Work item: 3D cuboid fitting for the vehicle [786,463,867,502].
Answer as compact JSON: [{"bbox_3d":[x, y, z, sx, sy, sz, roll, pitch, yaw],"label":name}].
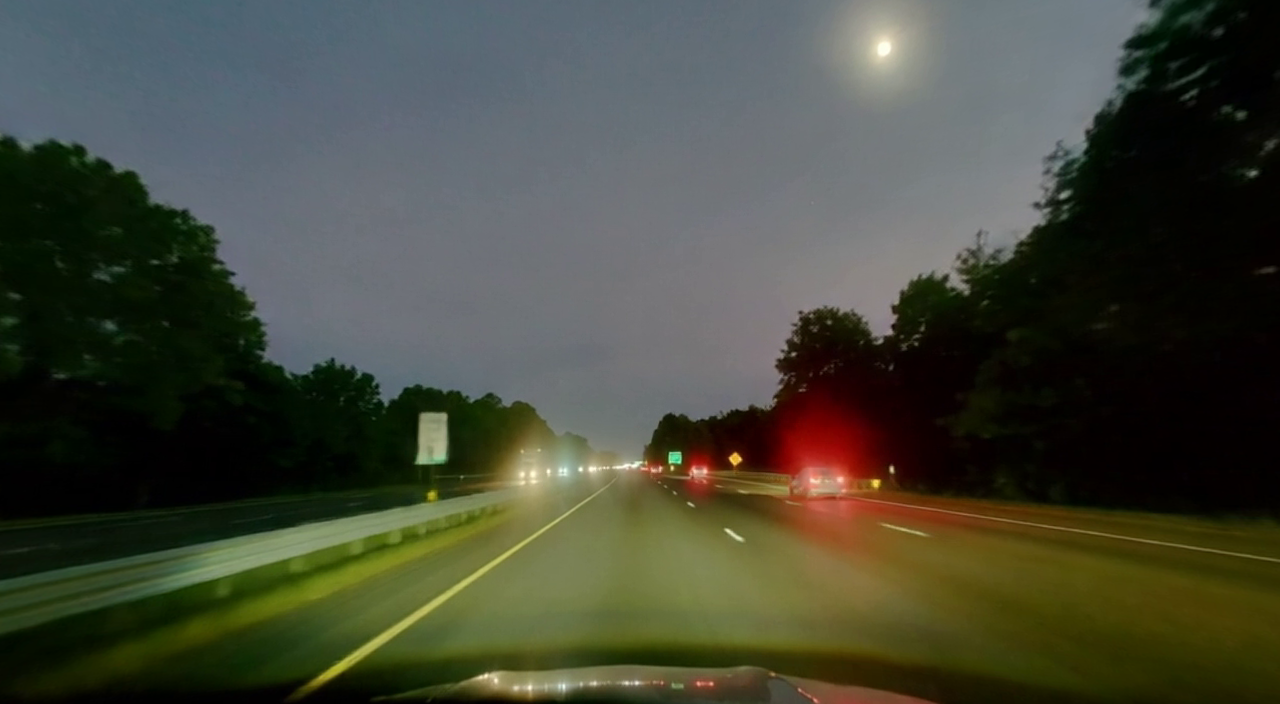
[{"bbox_3d":[7.827,5.514,26.930,2.024,1.476,4.352,1,-10,-1],"label":"vehicle"}]
